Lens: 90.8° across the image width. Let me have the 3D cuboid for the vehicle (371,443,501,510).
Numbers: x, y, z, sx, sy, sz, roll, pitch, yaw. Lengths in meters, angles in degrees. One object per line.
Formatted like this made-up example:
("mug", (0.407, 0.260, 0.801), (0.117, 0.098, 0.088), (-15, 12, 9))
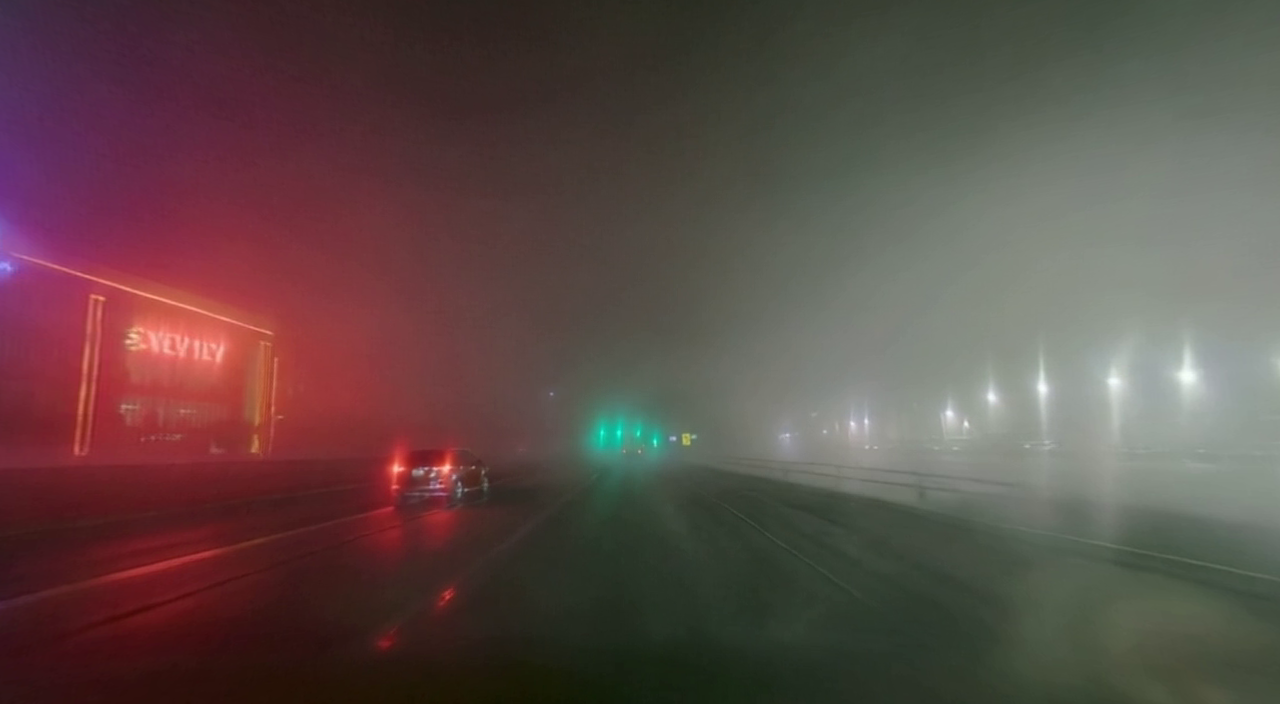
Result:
("vehicle", (-5.123, 3.154, 16.510), (1.943, 1.510, 4.201), (0, -9, 1))
